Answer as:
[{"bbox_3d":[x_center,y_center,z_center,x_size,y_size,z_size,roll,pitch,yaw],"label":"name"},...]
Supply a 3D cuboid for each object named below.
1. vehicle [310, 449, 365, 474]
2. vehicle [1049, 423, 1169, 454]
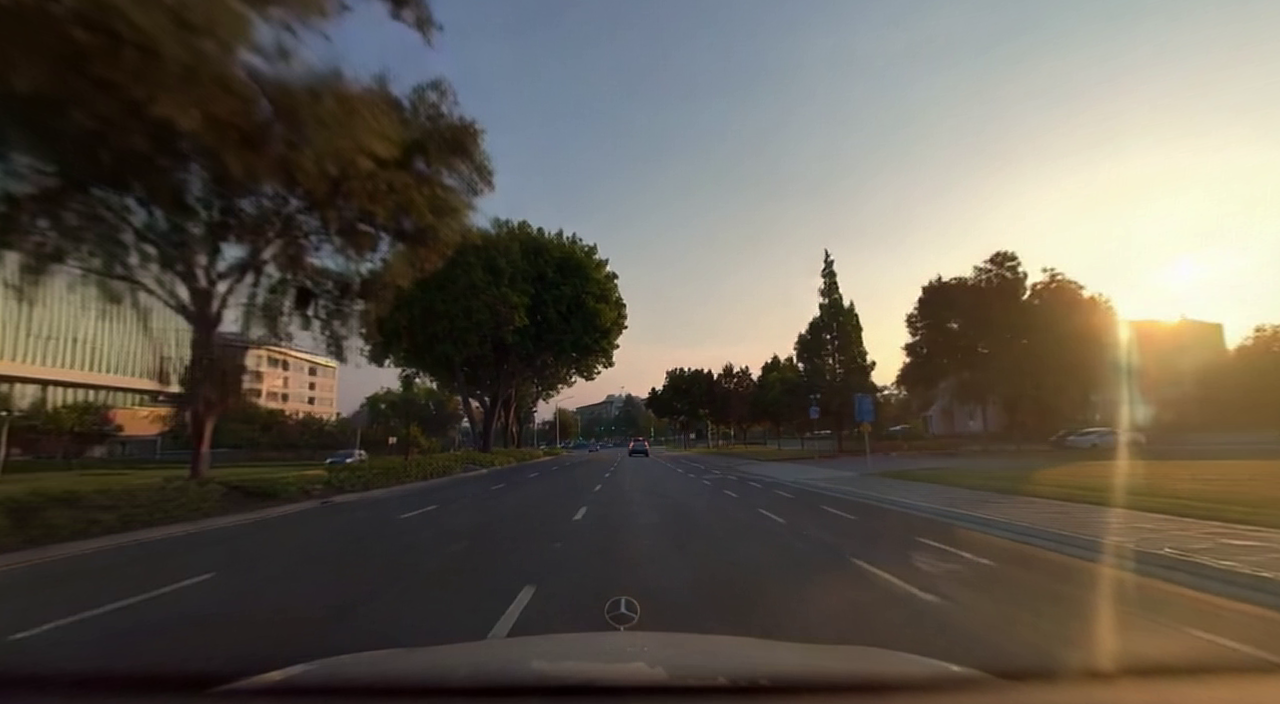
[{"bbox_3d":[-21.127,7.640,44.315,1.835,1.606,4.289,0,-8,-1],"label":"vehicle"},{"bbox_3d":[24.394,4.535,32.985,4.758,1.522,1.930,0,-8,-3],"label":"vehicle"}]
